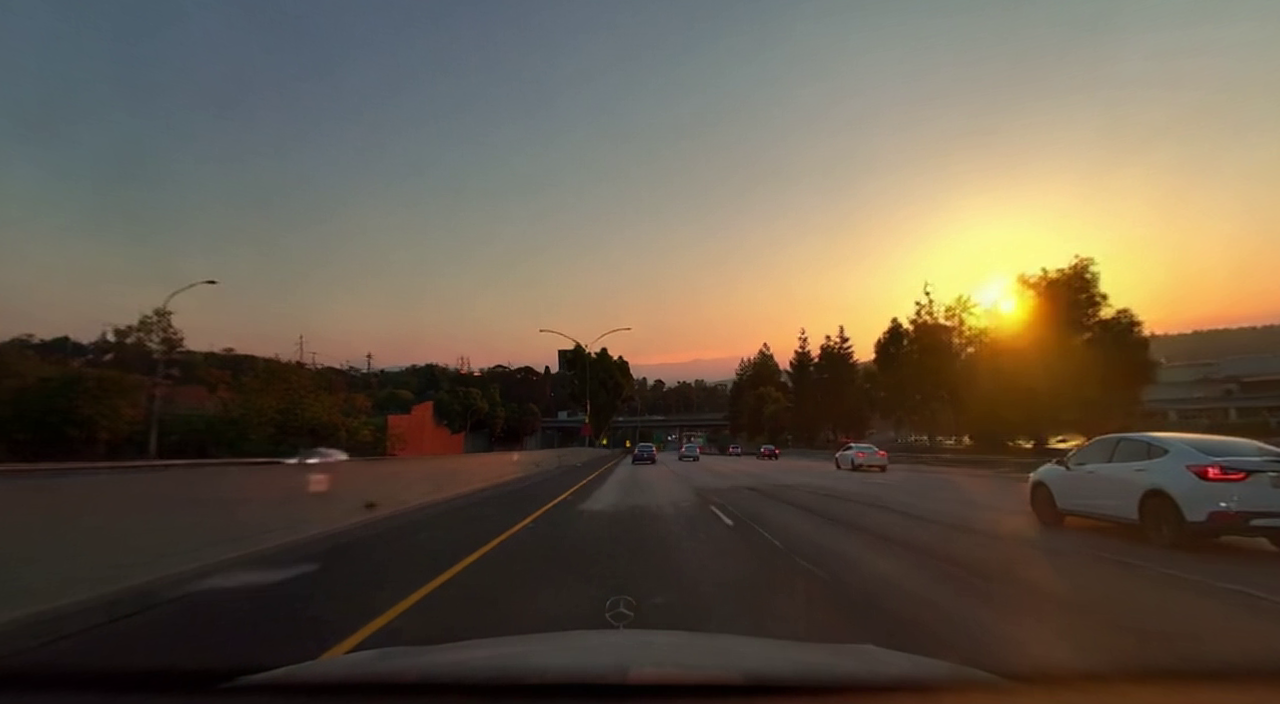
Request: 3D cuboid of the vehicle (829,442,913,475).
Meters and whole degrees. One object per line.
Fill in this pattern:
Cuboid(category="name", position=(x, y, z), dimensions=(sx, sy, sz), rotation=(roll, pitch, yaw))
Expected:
Cuboid(category="vehicle", position=(10.958, 5.099, 30.401), dimensions=(2.087, 1.442, 4.834), rotation=(0, -9, -1))

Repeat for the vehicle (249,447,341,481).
Cuboid(category="vehicle", position=(-17.730, 5.744, 32.794), dimensions=(2.053, 1.582, 4.816), rotation=(0, -9, 0))

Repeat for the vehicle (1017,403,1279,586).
Cuboid(category="vehicle", position=(6.957, 1.579, 7.576), dimensions=(2.027, 1.679, 4.543), rotation=(0, -9, 0))

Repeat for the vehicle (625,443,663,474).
Cuboid(category="vehicle", position=(0.167, 5.911, 35.395), dimensions=(1.864, 1.566, 4.446), rotation=(0, -8, -3))

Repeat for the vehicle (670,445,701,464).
Cuboid(category="vehicle", position=(3.530, 8.050, 49.749), dimensions=(1.993, 1.427, 4.204), rotation=(0, -9, -1))
